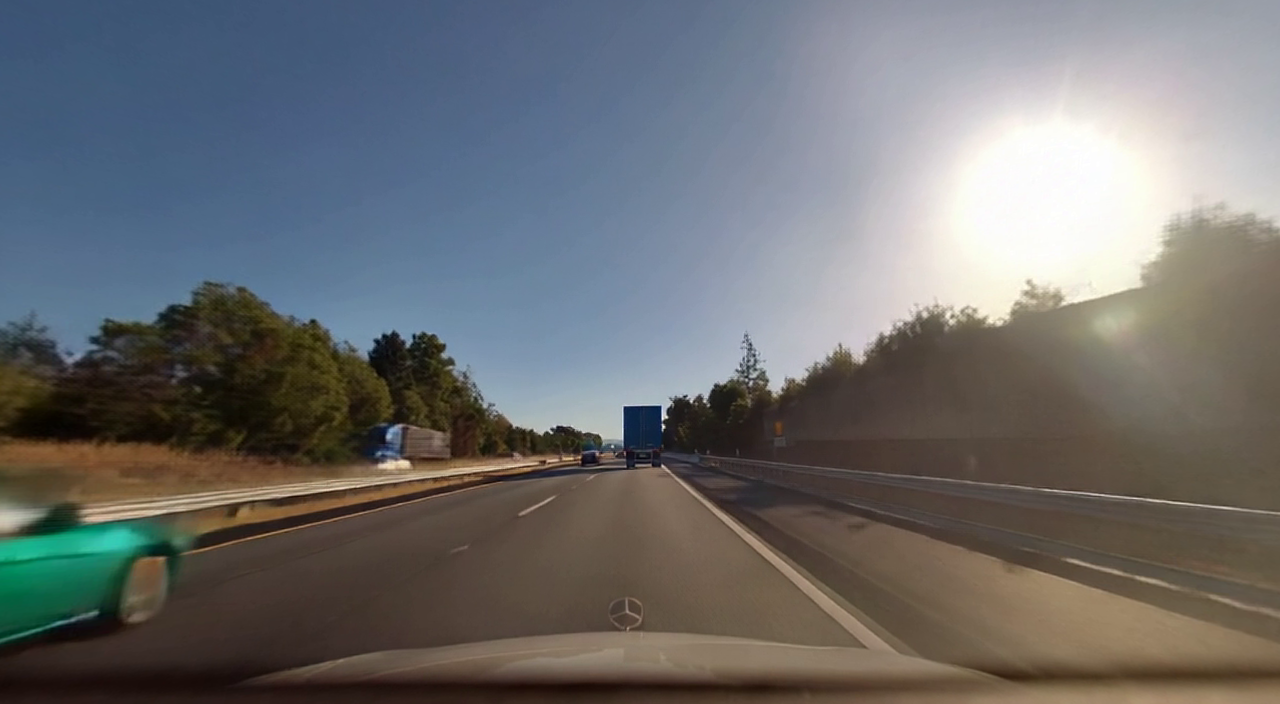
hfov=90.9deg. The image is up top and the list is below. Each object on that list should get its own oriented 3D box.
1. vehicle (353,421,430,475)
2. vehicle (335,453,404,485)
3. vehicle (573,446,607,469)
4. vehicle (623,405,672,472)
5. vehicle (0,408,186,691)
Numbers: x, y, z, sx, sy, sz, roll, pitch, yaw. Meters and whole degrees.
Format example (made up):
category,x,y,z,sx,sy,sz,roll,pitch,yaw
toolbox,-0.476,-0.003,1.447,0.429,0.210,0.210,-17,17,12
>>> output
category,x,y,z,sx,sy,sz,roll,pitch,yaw
vehicle,-17.545,6.834,44.962,2.958,3.590,6.128,0,-9,0
vehicle,-13.256,5.743,31.123,1.660,1.399,3.788,0,-9,1
vehicle,-3.654,7.759,46.463,2.063,1.583,4.049,0,-9,1
vehicle,0.497,5.888,42.467,2.899,3.966,10.053,0,-9,1
vehicle,-4.546,0.937,2.498,2.051,1.538,4.569,0,-9,0
